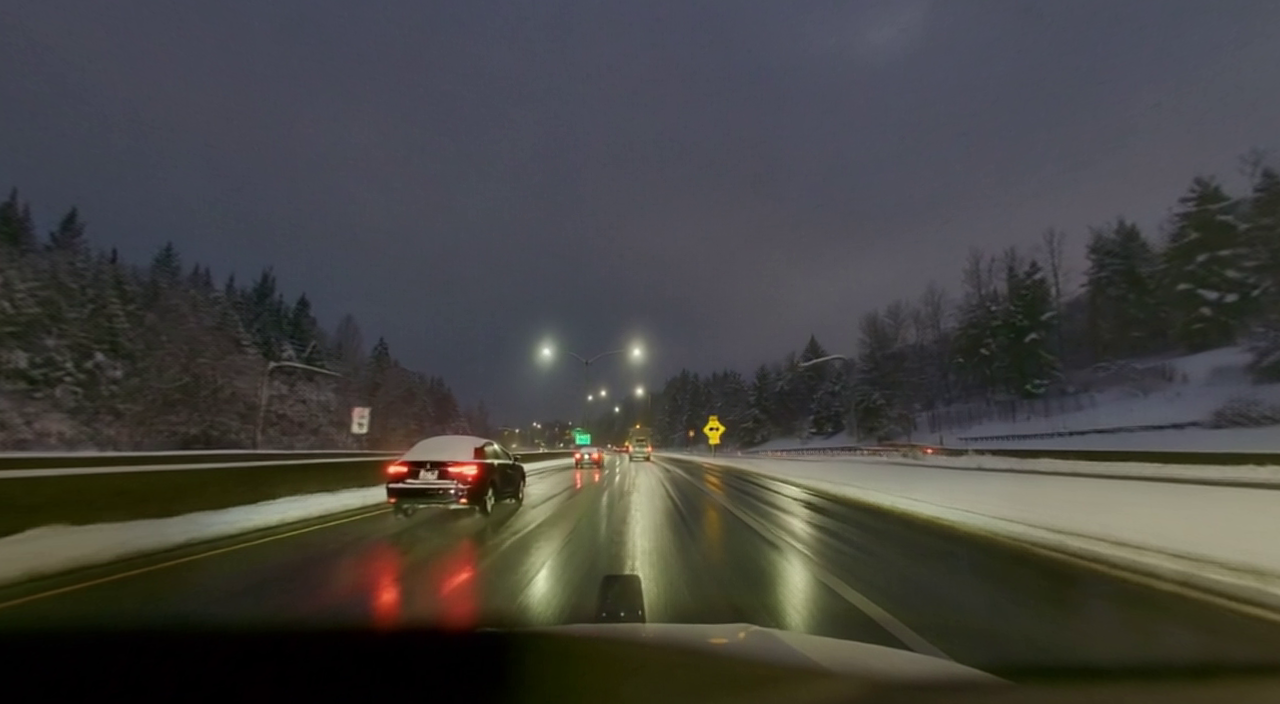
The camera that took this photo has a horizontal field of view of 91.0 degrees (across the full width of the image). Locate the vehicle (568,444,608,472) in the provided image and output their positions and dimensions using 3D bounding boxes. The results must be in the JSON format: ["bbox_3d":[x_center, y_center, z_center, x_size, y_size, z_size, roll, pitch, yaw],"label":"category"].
[{"bbox_3d":[-2.957,6.121,36.543,1.965,1.459,4.145,0,-9,-1],"label":"vehicle"}]

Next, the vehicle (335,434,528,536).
[{"bbox_3d":[-3.556,2.357,11.832,2.012,1.510,4.672,0,-9,0],"label":"vehicle"}]
